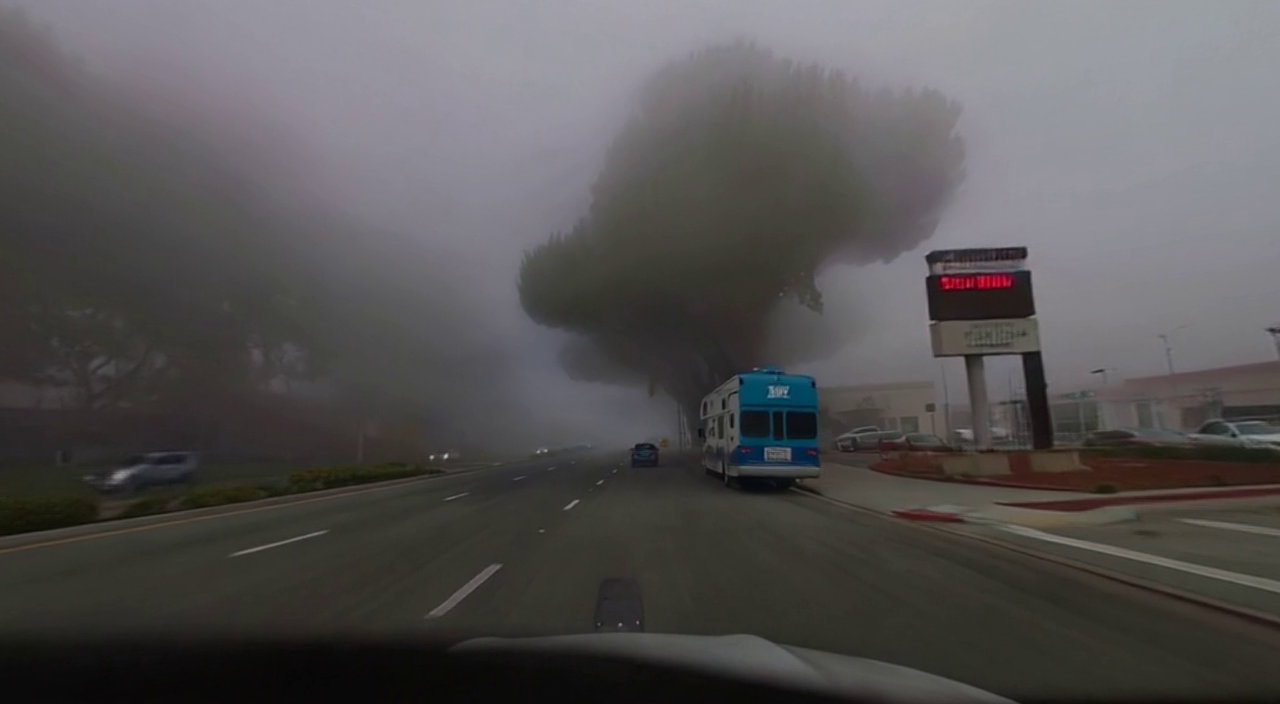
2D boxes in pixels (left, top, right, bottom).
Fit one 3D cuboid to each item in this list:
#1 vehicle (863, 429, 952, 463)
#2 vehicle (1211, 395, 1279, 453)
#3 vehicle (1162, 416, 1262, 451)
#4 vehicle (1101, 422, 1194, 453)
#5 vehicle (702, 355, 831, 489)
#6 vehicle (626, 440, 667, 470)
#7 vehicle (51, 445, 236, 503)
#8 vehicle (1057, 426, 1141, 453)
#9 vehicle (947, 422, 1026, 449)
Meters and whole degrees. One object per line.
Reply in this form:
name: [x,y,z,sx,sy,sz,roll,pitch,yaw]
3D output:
vehicle: [13.984,4.929,33.076,4.037,1.538,1.912,-7,-10,26]
vehicle: [25.961,3.020,25.883,5.146,2.180,2.306,5,-10,-33]
vehicle: [26.994,3.900,29.812,4.363,1.534,1.914,4,-10,-27]
vehicle: [26.189,4.431,32.602,4.196,1.520,1.953,4,-9,-25]
vehicle: [4.086,2.650,22.711,2.896,3.921,8.415,0,-9,0]
vehicle: [0.298,5.642,34.787,2.103,1.506,4.742,0,-9,0]
vehicle: [-14.530,3.557,18.903,1.836,1.498,4.518,0,-9,0]
vehicle: [25.946,4.951,35.682,4.328,1.475,1.918,4,-10,-27]
vehicle: [26.805,6.501,48.843,5.775,1.921,2.339,4,-10,-26]
